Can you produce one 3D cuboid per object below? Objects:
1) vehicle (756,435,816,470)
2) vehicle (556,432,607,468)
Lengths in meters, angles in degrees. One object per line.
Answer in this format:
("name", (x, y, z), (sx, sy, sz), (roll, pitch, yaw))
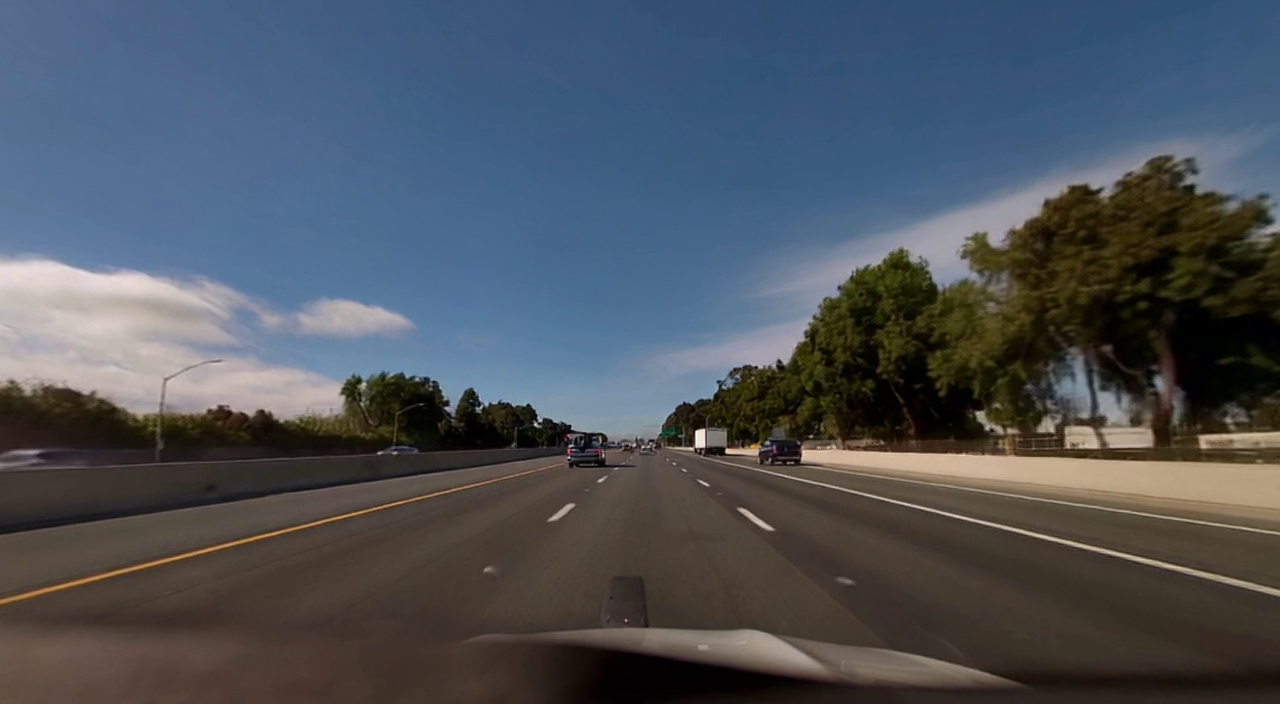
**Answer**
("vehicle", (7.547, 5.247, 33.090), (2.063, 1.706, 4.259), (0, -8, -1))
("vehicle", (-3.307, 5.698, 36.835), (2.453, 1.952, 5.320), (0, -8, 1))
